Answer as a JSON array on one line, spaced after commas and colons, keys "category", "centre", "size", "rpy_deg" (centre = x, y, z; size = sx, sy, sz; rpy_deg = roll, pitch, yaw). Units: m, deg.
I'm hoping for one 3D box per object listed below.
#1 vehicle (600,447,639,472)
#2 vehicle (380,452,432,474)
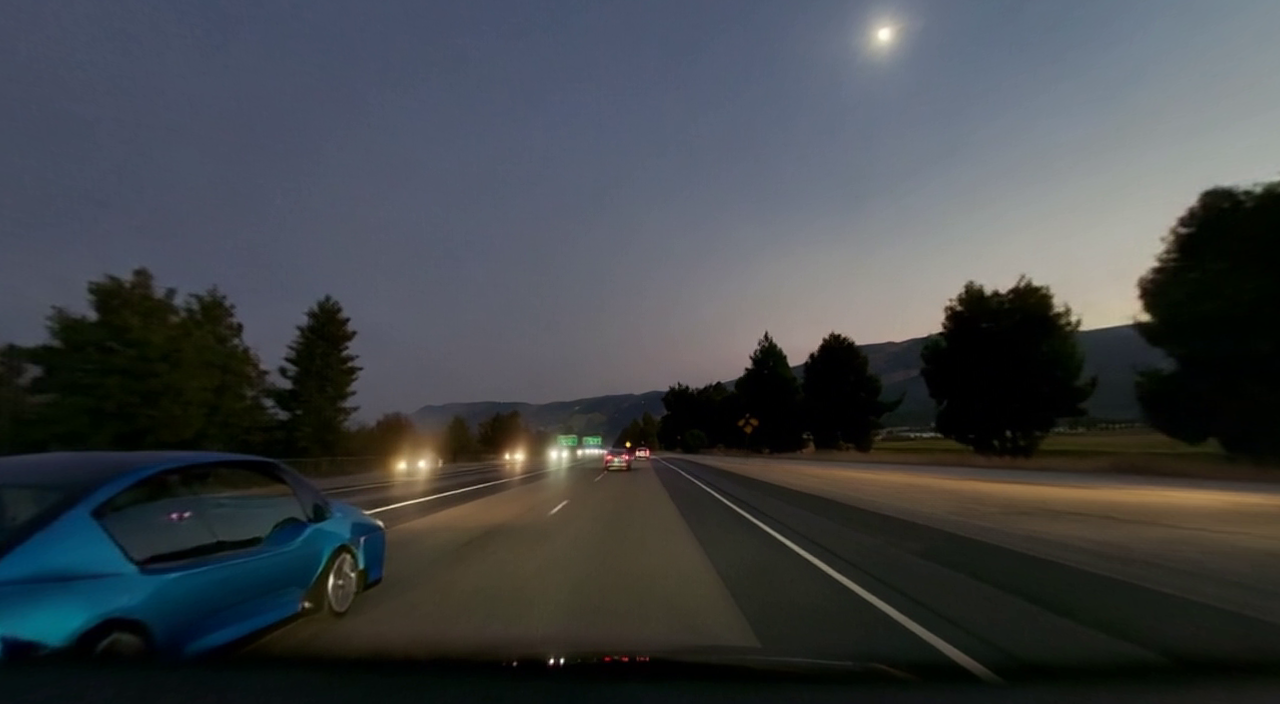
[{"category": "vehicle", "centre": [-1.213, 6.683, 39.517], "size": [2.170, 1.451, 4.584], "rpy_deg": [0, -8, 1]}, {"category": "vehicle", "centre": [-16.408, 7.779, 44.456], "size": [2.007, 1.444, 4.190], "rpy_deg": [0, -9, 2]}]
